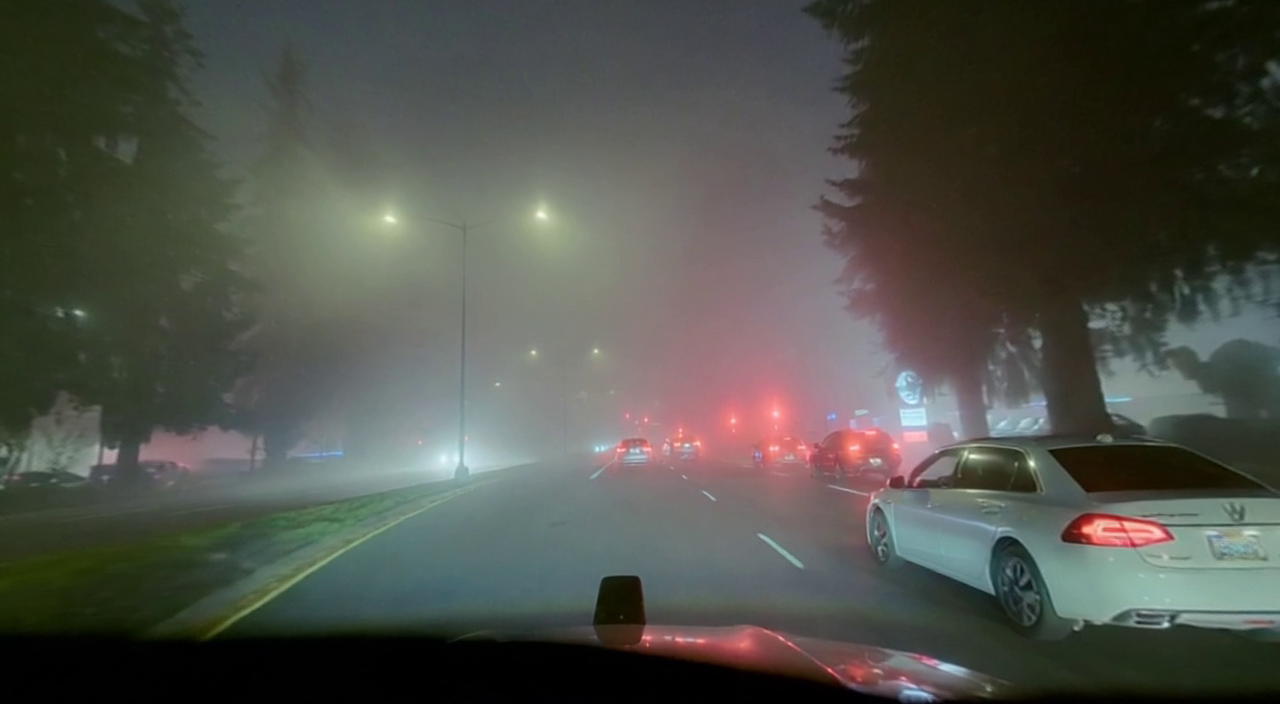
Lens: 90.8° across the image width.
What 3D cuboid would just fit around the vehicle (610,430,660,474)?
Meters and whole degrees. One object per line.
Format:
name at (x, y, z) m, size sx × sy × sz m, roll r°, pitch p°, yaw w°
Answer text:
vehicle at (-0.222, 4.538, 28.789) m, size 2.106 × 1.798 × 4.168 m, roll 0°, pitch -8°, yaw 0°

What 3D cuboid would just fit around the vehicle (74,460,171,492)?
vehicle at (-30.294, 7.259, 37.057) m, size 4.058 × 1.535 × 1.826 m, roll -2°, pitch -8°, yaw -2°

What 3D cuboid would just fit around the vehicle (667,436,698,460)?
vehicle at (3.172, 7.335, 48.266) m, size 2.000 × 1.745 × 4.206 m, roll 0°, pitch -8°, yaw -1°

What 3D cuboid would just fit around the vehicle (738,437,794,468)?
vehicle at (6.337, 5.132, 32.264) m, size 1.883 × 1.452 × 4.258 m, roll 0°, pitch -8°, yaw -1°

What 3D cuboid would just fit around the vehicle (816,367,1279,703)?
vehicle at (3.238, 1.226, 5.369) m, size 2.153 × 1.658 × 4.485 m, roll 0°, pitch -8°, yaw 0°

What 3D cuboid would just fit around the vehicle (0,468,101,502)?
vehicle at (-29.979, 6.564, 31.246) m, size 4.689 × 1.535 × 2.042 m, roll 0°, pitch -8°, yaw -1°
